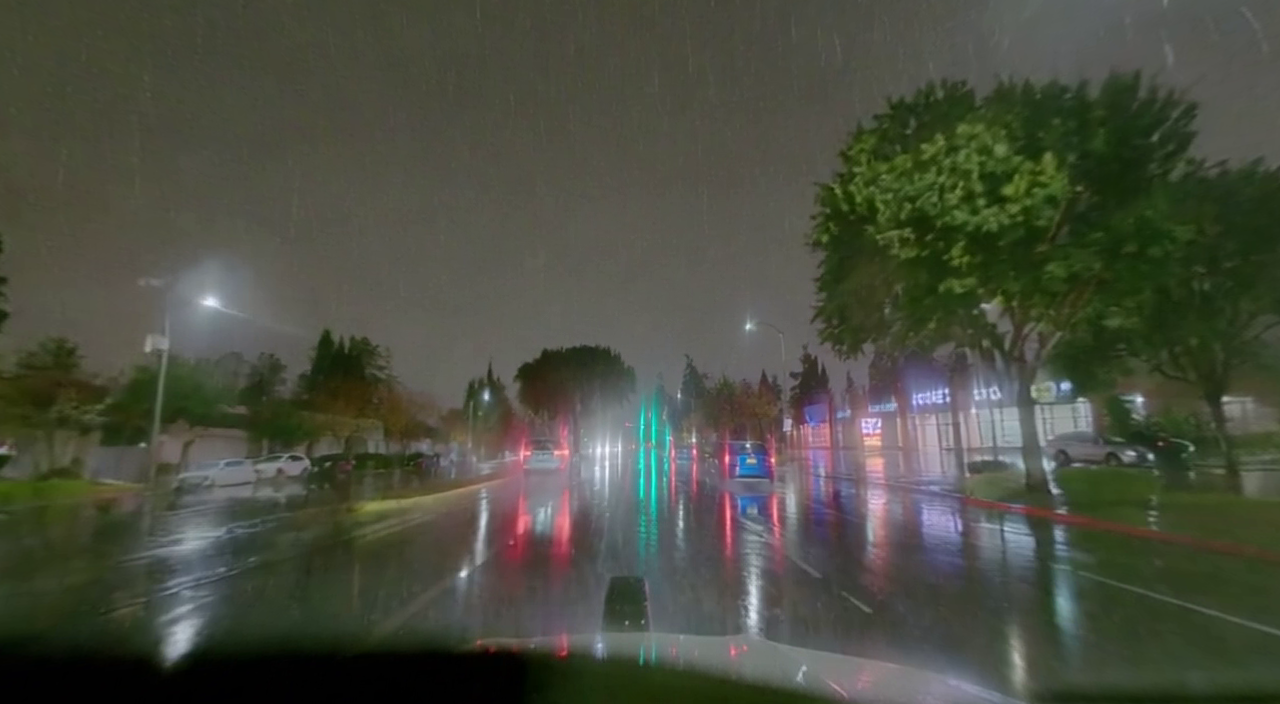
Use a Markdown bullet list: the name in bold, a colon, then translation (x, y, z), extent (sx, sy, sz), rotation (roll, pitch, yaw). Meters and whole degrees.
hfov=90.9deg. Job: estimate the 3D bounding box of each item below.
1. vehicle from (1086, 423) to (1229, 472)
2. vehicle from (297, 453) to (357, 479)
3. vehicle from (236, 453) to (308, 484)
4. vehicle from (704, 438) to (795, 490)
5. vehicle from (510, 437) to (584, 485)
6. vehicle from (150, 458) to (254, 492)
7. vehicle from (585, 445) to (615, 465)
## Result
- **vehicle**: translation (28.505, 5.247, 34.790), extent (6.334, 2.182, 2.351), rotation (-2, -8, -11)
- **vehicle**: translation (-22.397, 8.126, 45.313), extent (1.922, 1.682, 4.638), rotation (0, -8, 0)
- **vehicle**: translation (-22.584, 7.144, 38.879), extent (1.853, 1.693, 4.233), rotation (0, -8, 1)
- **vehicle**: translation (3.371, 3.553, 20.354), extent (2.083, 1.474, 4.360), rotation (0, -8, -1)
- **vehicle**: translation (-3.410, 4.074, 23.905), extent (2.113, 1.626, 4.129), rotation (0, -8, 1)
- **vehicle**: translation (-22.495, 6.306, 32.615), extent (2.059, 1.463, 4.780), rotation (0, -8, -2)
- **vehicle**: translation (-3.048, 7.919, 48.756), extent (2.060, 1.459, 4.311), rotation (0, -8, 0)
